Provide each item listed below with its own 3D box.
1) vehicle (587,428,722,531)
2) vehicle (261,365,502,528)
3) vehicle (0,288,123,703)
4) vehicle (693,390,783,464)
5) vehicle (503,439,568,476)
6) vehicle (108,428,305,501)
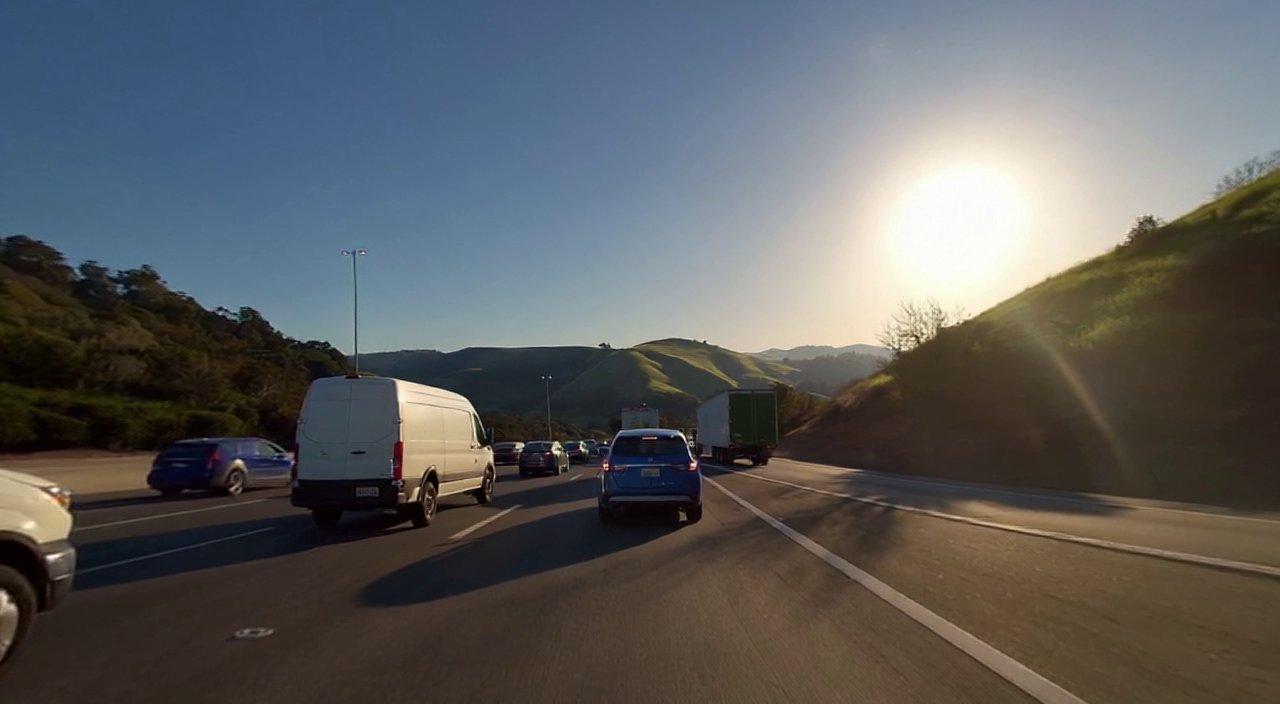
[{"bbox_3d":[0.169,2.191,11.398,2.003,1.499,3.930,0,-8,-1],"label":"vehicle"},{"bbox_3d":[-4.652,1.887,12.732,2.300,2.522,5.701,-1,-8,1],"label":"vehicle"},{"bbox_3d":[-4.258,0.435,1.009,2.195,2.086,5.445,0,-8,0],"label":"vehicle"},{"bbox_3d":[6.433,5.599,45.261,2.989,4.277,16.586,0,-8,-3],"label":"vehicle"},{"bbox_3d":[-4.469,4.578,27.608,2.007,1.457,4.447,-1,-8,1],"label":"vehicle"},{"bbox_3d":[-11.810,3.094,17.766,2.027,1.750,4.885,0,-8,1],"label":"vehicle"}]
